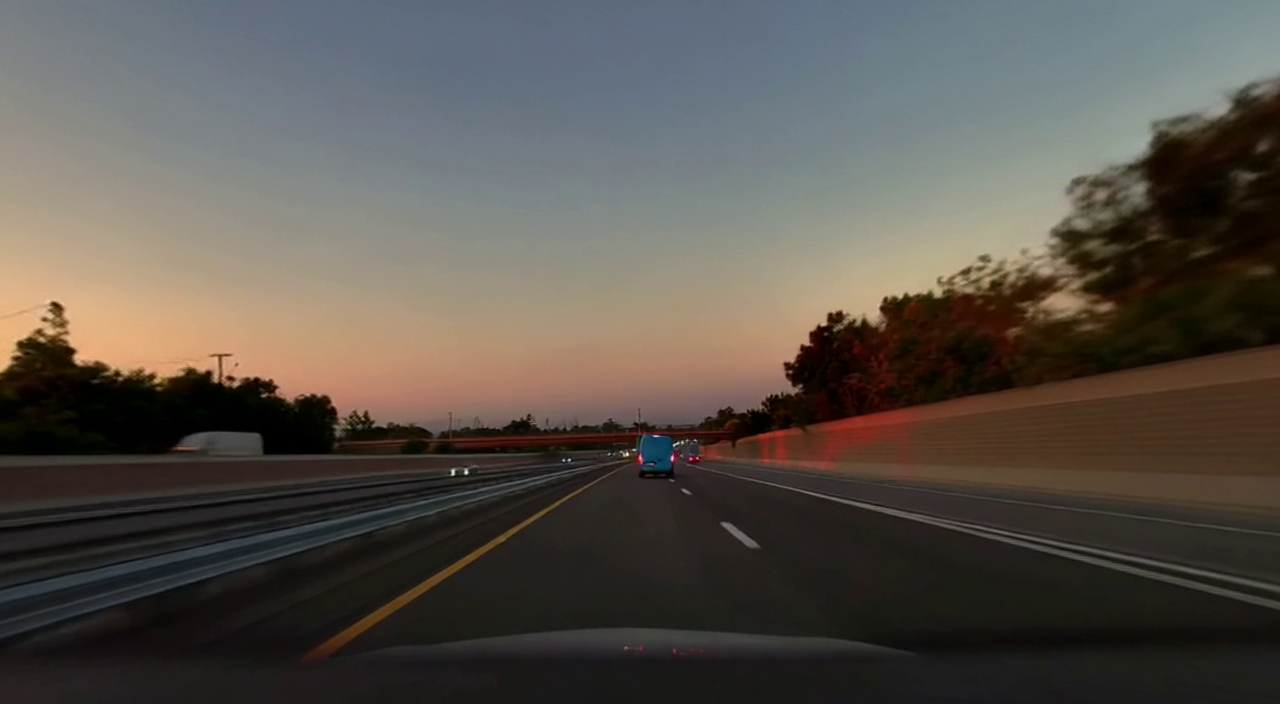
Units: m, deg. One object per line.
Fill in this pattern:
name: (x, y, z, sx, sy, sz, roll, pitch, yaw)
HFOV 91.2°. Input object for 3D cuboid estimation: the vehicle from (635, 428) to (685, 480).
vehicle: (1.075, 5.659, 34.894, 2.560, 2.598, 5.581, -1, -9, 1)
